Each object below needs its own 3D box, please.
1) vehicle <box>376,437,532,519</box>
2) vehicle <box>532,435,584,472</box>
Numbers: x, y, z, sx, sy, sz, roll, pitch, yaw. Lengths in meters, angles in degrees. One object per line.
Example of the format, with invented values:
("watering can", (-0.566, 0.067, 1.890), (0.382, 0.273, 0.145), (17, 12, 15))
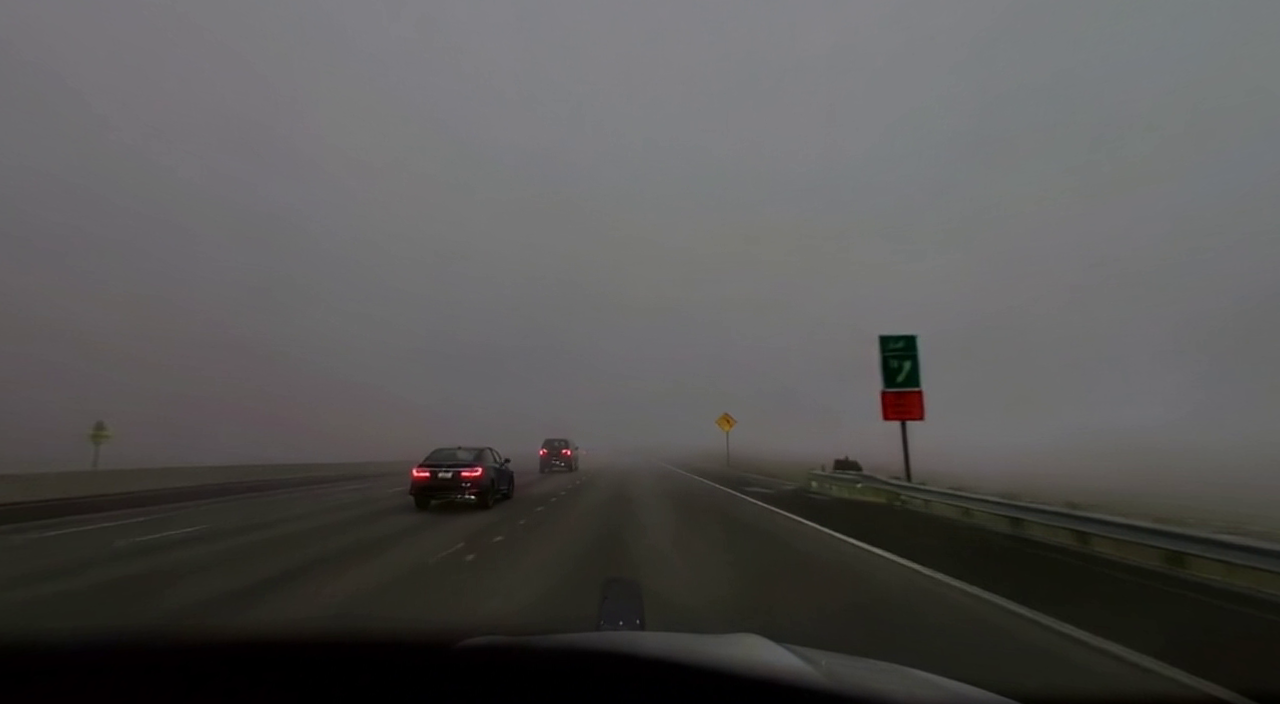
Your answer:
("vehicle", (-3.902, 2.724, 14.194), (2.044, 1.527, 4.607), (0, -9, 1))
("vehicle", (-4.339, 5.490, 34.046), (2.177, 1.852, 4.427), (0, -9, 1))
